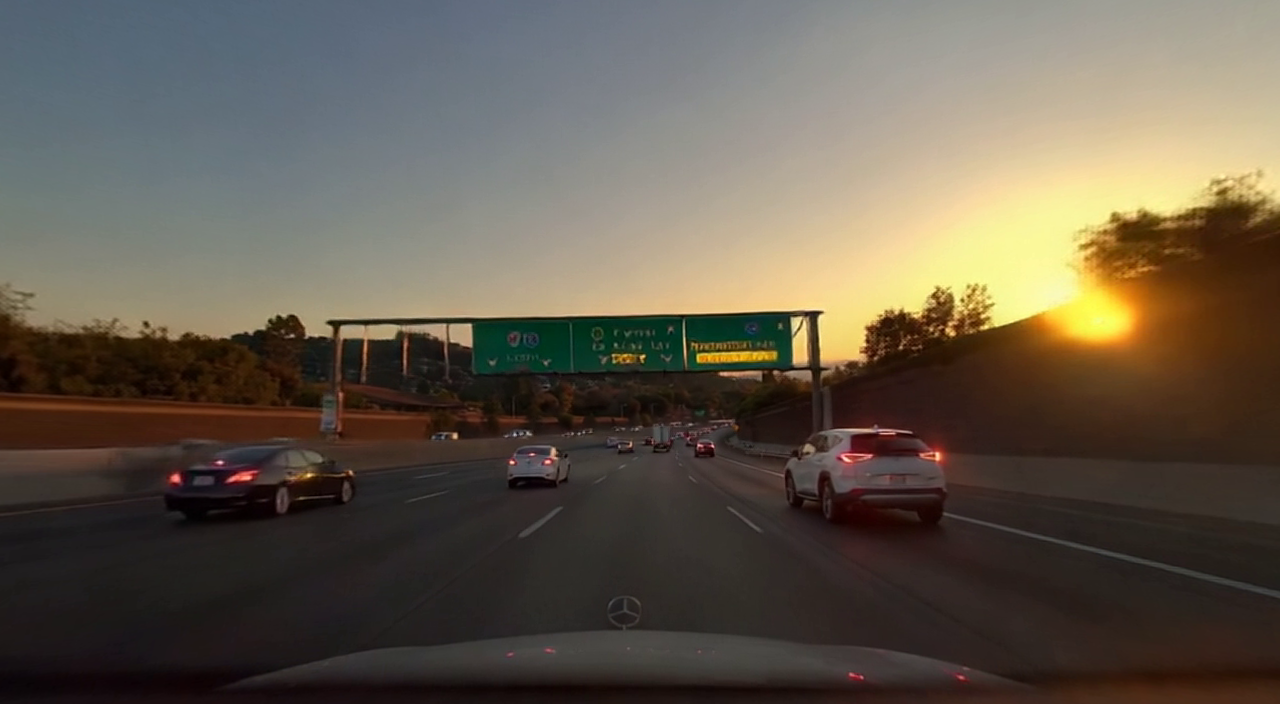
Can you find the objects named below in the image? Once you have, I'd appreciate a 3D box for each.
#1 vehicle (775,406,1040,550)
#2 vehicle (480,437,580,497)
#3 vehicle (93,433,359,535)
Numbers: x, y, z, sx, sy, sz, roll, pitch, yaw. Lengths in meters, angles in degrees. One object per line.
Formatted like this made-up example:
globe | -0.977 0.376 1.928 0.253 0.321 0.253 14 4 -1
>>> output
vehicle | 3.733 1.867 9.965 2.108 1.709 4.703 0 -9 0
vehicle | -2.954 3.191 17.819 1.947 1.479 4.114 -1 -8 2
vehicle | -7.041 2.258 11.354 1.909 1.482 4.140 0 -8 1
